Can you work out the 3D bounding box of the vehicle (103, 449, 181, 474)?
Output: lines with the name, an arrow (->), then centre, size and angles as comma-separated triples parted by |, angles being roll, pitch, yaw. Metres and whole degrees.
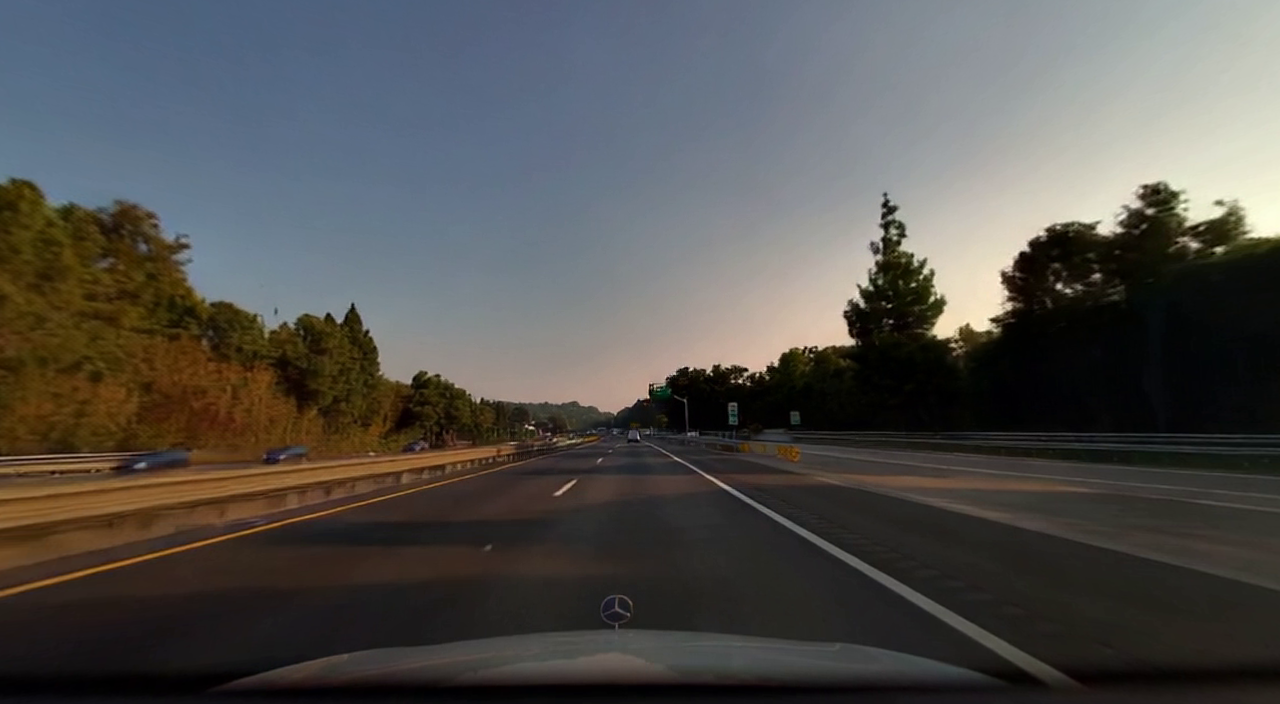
vehicle -> -31.014, 6.821, 39.406 | 1.730, 1.421, 3.981 | 0, -8, -2
